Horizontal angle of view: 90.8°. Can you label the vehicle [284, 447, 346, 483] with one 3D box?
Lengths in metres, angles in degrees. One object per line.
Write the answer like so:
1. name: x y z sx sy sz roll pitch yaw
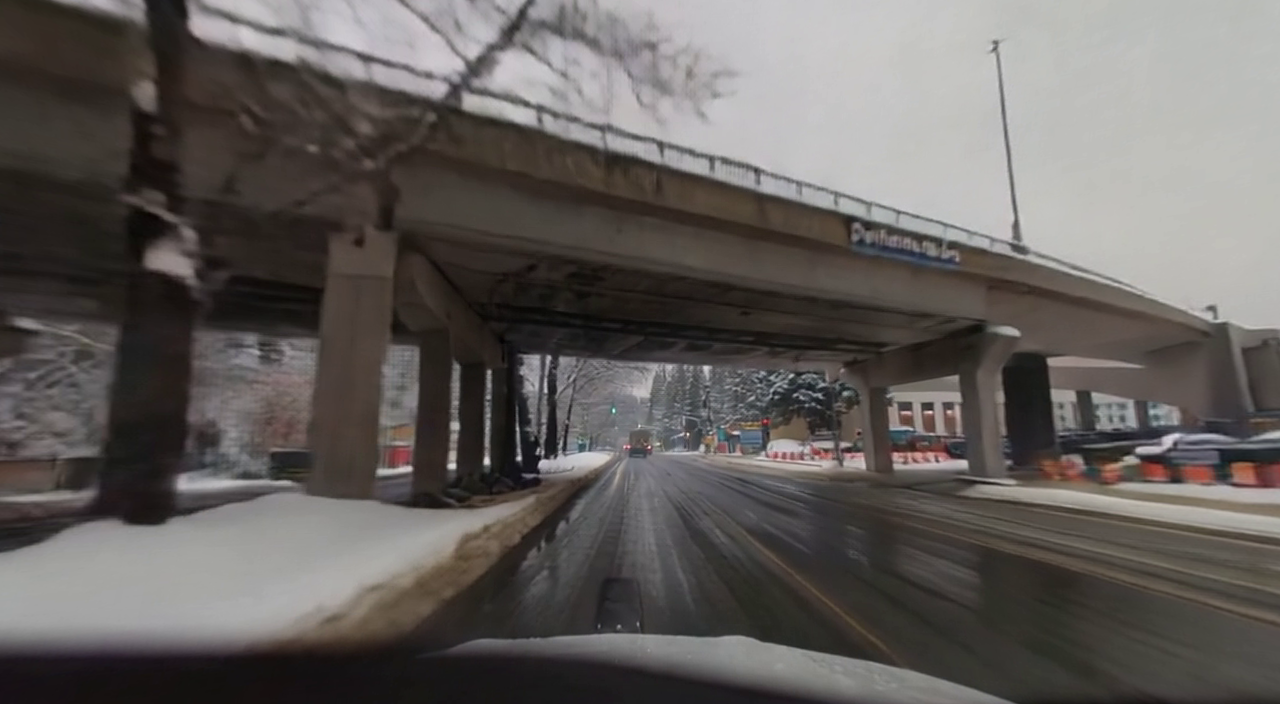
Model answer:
1. vehicle: -17.556 5.995 34.036 2.613 1.746 6.093 4 -10 -28
